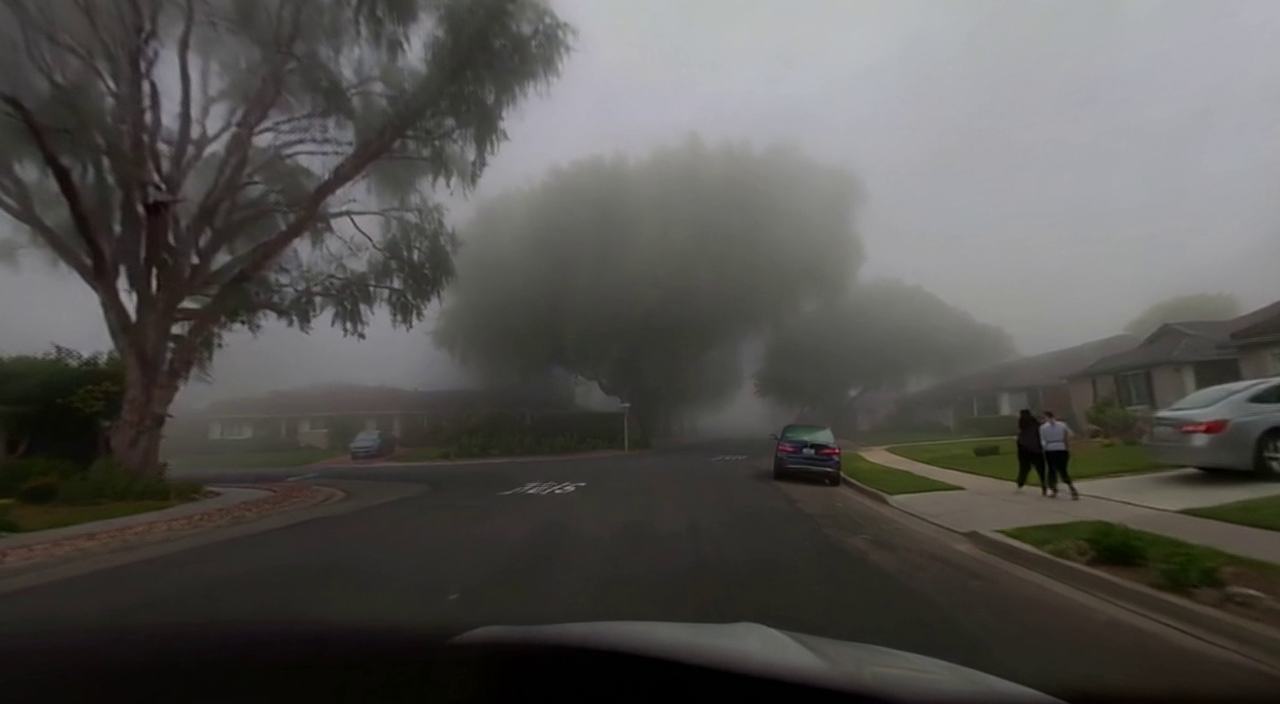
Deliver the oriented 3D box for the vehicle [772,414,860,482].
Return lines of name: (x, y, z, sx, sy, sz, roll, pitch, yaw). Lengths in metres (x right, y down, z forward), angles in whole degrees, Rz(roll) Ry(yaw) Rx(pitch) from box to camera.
vehicle: (5.009, 2.796, 18.592, 2.053, 1.737, 4.375, -2, -8, 10)

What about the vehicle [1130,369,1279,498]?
vehicle: (11.146, 1.083, 10.007, 4.780, 1.765, 2.103, -6, -9, 2)

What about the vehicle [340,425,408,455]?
vehicle: (-17.076, 5.680, 40.769, 2.021, 1.798, 4.491, -1, -8, 6)

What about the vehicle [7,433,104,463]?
vehicle: (-39.025, 6.410, 42.378, 2.206, 1.858, 4.918, 1, -7, -8)
